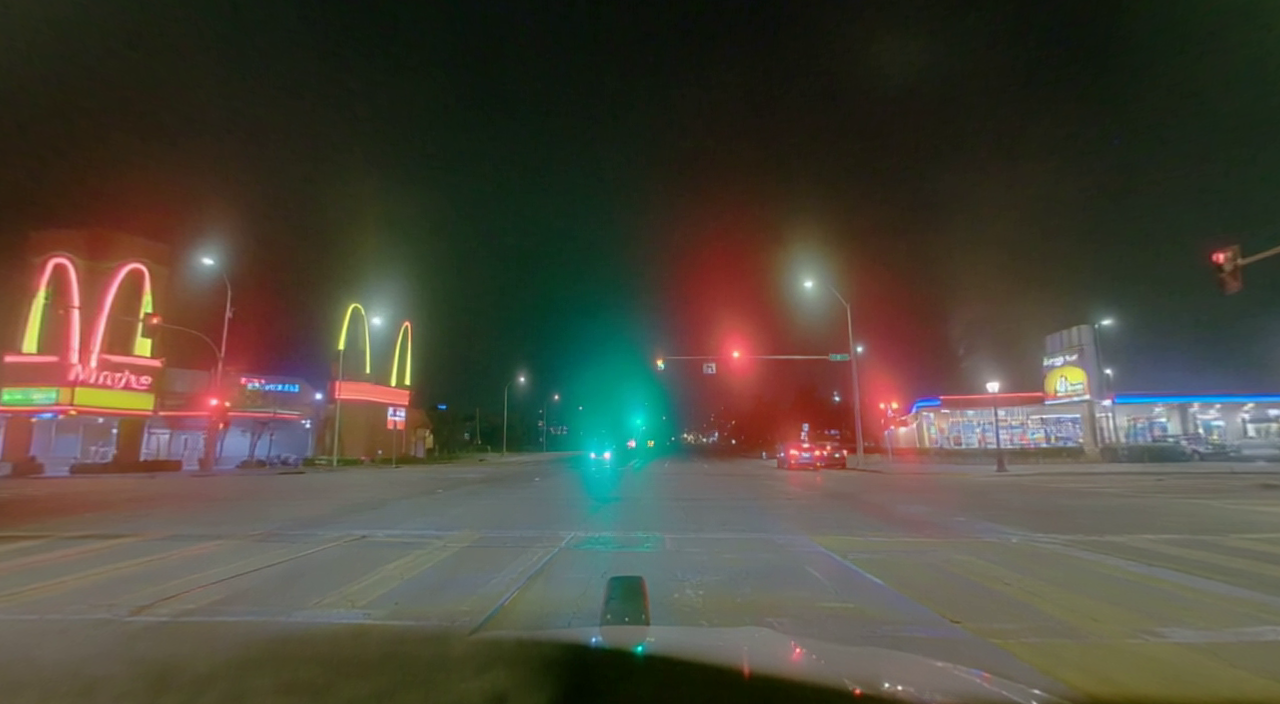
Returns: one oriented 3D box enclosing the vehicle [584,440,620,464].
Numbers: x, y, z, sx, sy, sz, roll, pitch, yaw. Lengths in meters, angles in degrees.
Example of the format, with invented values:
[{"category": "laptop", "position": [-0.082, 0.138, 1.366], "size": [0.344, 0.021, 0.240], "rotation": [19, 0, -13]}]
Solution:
[{"category": "vehicle", "position": [-2.507, 6.676, 42.273], "size": [2.104, 1.468, 4.195], "rotation": [0, -8, 1]}]
